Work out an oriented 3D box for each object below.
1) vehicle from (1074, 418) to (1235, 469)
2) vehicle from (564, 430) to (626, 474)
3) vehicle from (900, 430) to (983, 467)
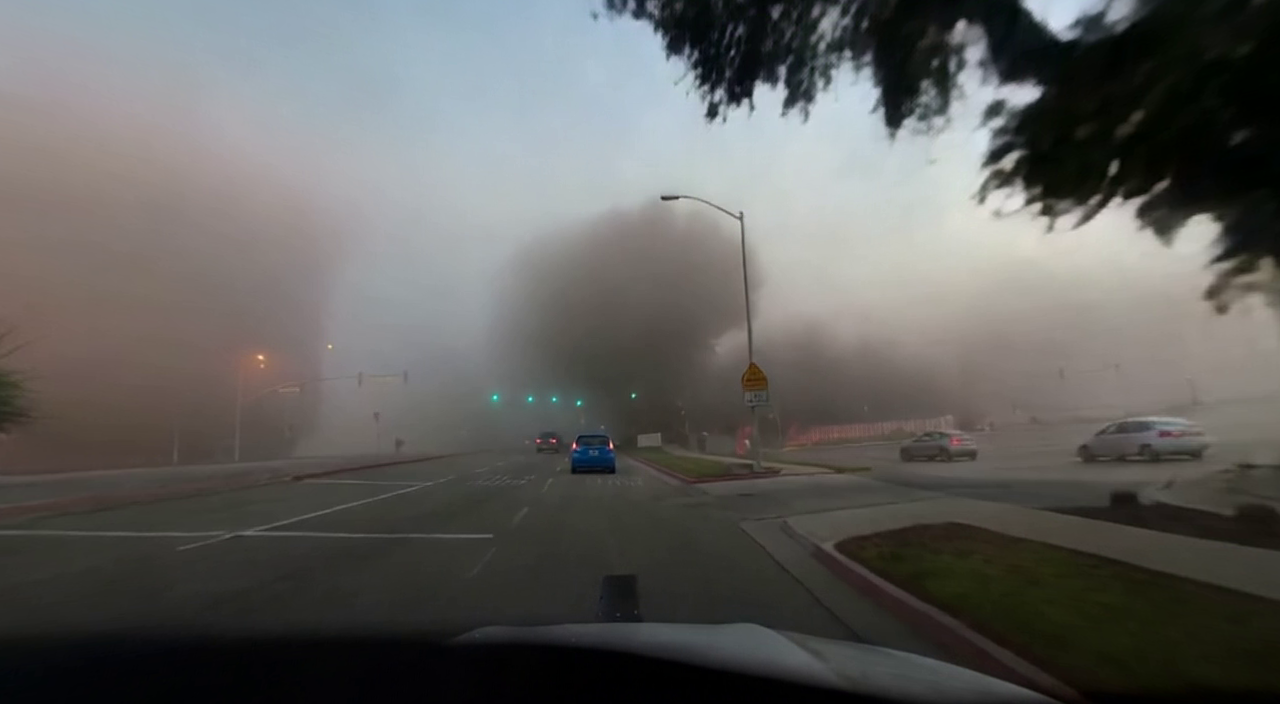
[{"bbox_3d":[21.610,3.869,26.825,2.159,1.942,4.932,2,-8,-11],"label":"vehicle"},{"bbox_3d":[-1.789,3.924,24.885,2.231,1.572,4.227,1,-8,-5],"label":"vehicle"},{"bbox_3d":[17.827,5.797,37.570,1.932,1.762,4.835,1,-13,-9],"label":"vehicle"}]
